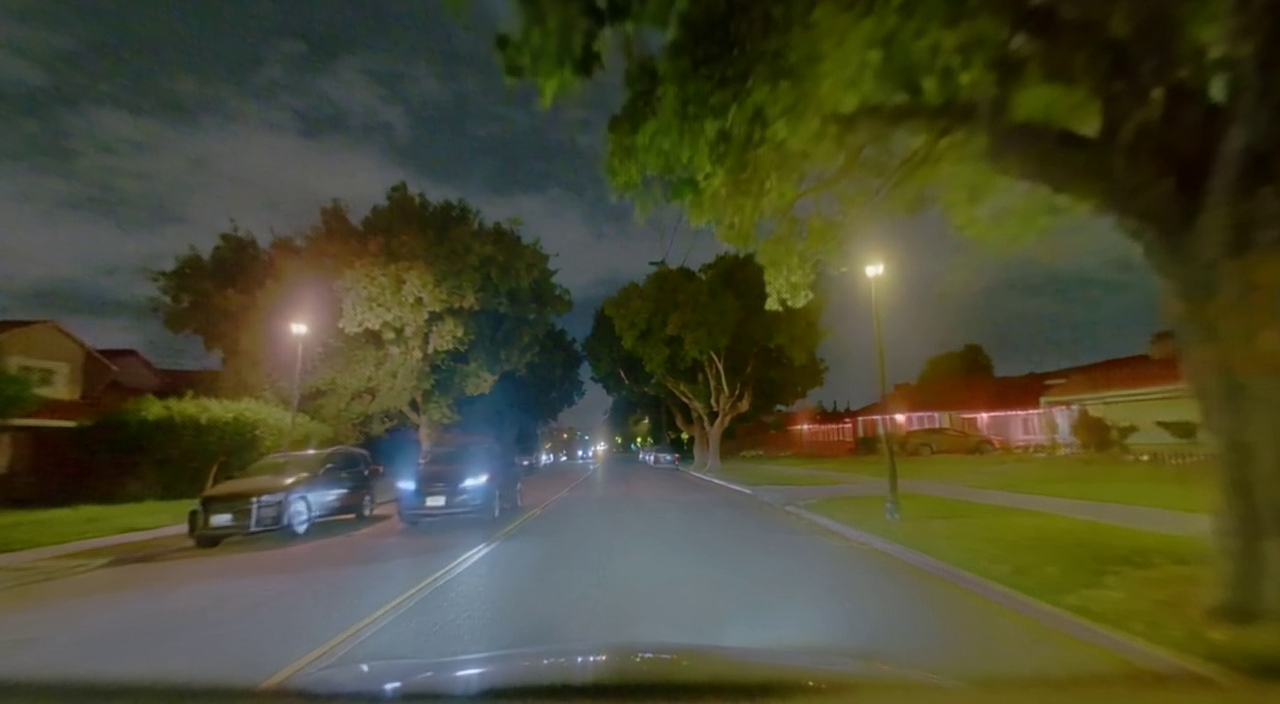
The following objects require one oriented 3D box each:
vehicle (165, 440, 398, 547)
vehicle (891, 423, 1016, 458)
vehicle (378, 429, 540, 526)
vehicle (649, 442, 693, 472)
[{"bbox_3d":[-6.483,2.536,12.141,2.031,1.662,4.194,0,-8,0],"label":"vehicle"},{"bbox_3d":[13.284,3.794,27.050,4.370,1.433,1.889,-2,-8,12],"label":"vehicle"},{"bbox_3d":[-3.566,2.540,13.438,2.106,1.688,4.392,0,-8,0],"label":"vehicle"},{"bbox_3d":[1.668,5.811,35.295,1.996,1.516,4.122,0,-8,-4],"label":"vehicle"}]
